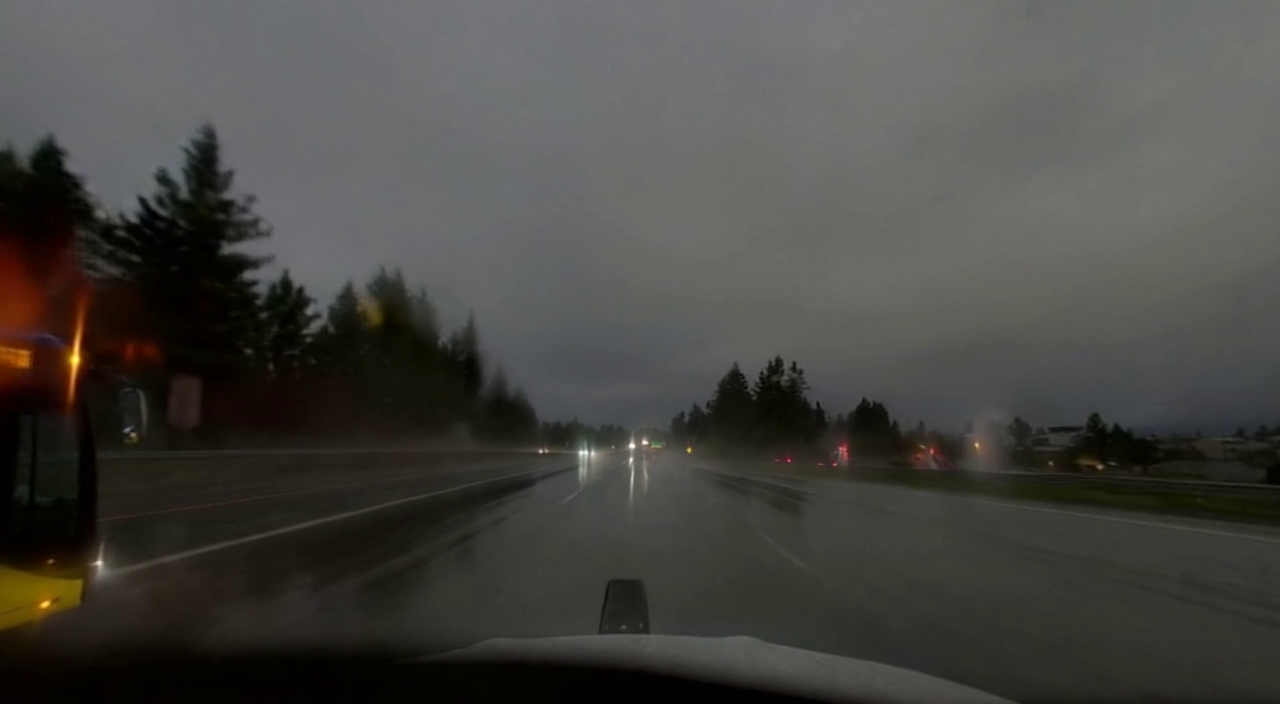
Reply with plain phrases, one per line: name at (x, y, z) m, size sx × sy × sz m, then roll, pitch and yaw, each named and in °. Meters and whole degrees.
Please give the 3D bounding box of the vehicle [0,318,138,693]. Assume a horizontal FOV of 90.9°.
vehicle at (-4.507, 0.549, 1.571) m, size 2.127 × 1.985 × 5.205 m, roll 0°, pitch -9°, yaw 1°
